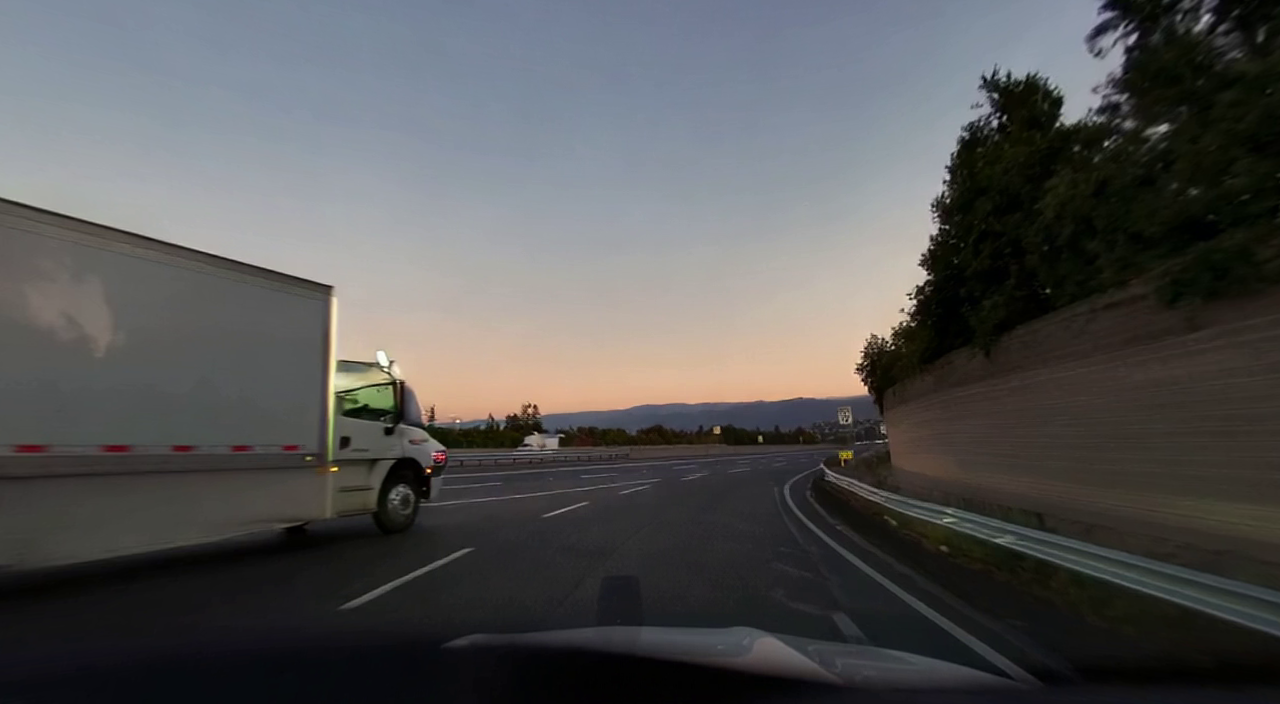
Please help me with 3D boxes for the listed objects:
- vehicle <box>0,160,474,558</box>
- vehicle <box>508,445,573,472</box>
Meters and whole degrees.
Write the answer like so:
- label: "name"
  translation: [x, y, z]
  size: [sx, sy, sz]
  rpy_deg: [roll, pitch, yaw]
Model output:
- label: "vehicle"
  translation: [-6.982, 0.435, 9.185]
  size: [2.997, 4.029, 10.500]
  rpy_deg: [-3, -8, 22]
- label: "vehicle"
  translation: [-5.967, 6.427, 38.182]
  size: [1.924, 1.498, 4.237]
  rpy_deg: [-4, -9, 24]
